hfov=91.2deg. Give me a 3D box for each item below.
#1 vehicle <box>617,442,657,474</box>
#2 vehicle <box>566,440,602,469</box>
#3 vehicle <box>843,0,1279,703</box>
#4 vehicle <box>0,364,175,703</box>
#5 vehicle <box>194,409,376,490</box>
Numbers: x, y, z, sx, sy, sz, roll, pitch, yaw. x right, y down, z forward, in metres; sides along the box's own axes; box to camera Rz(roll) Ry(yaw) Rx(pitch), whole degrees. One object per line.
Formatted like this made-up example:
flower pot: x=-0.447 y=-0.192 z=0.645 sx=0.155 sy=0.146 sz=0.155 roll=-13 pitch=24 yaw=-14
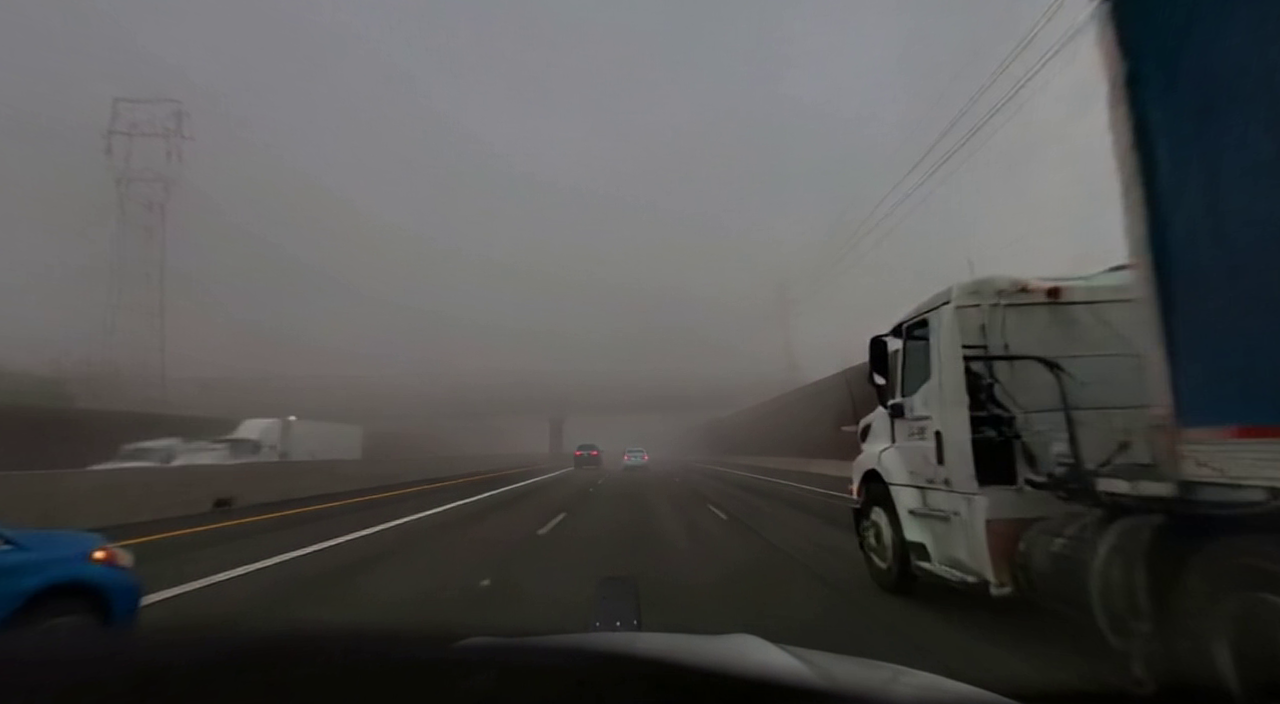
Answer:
vehicle: x=-0.165 y=5.739 z=34.102 sx=2.004 sy=1.615 sz=4.113 roll=0 pitch=-9 yaw=0
vehicle: x=-3.775 y=7.093 z=43.427 sx=2.077 sy=1.884 sz=4.961 roll=0 pitch=-9 yaw=0
vehicle: x=3.871 y=-0.303 z=1.804 sx=3.011 sy=3.930 sz=10.078 roll=0 pitch=-9 yaw=-1
vehicle: x=-3.256 y=0.635 z=0.974 sx=1.987 sy=1.548 sz=3.981 roll=0 pitch=-9 yaw=0
vehicle: x=-19.751 y=5.664 z=36.577 sx=3.082 sy=3.832 sz=12.998 roll=0 pitch=-9 yaw=0
